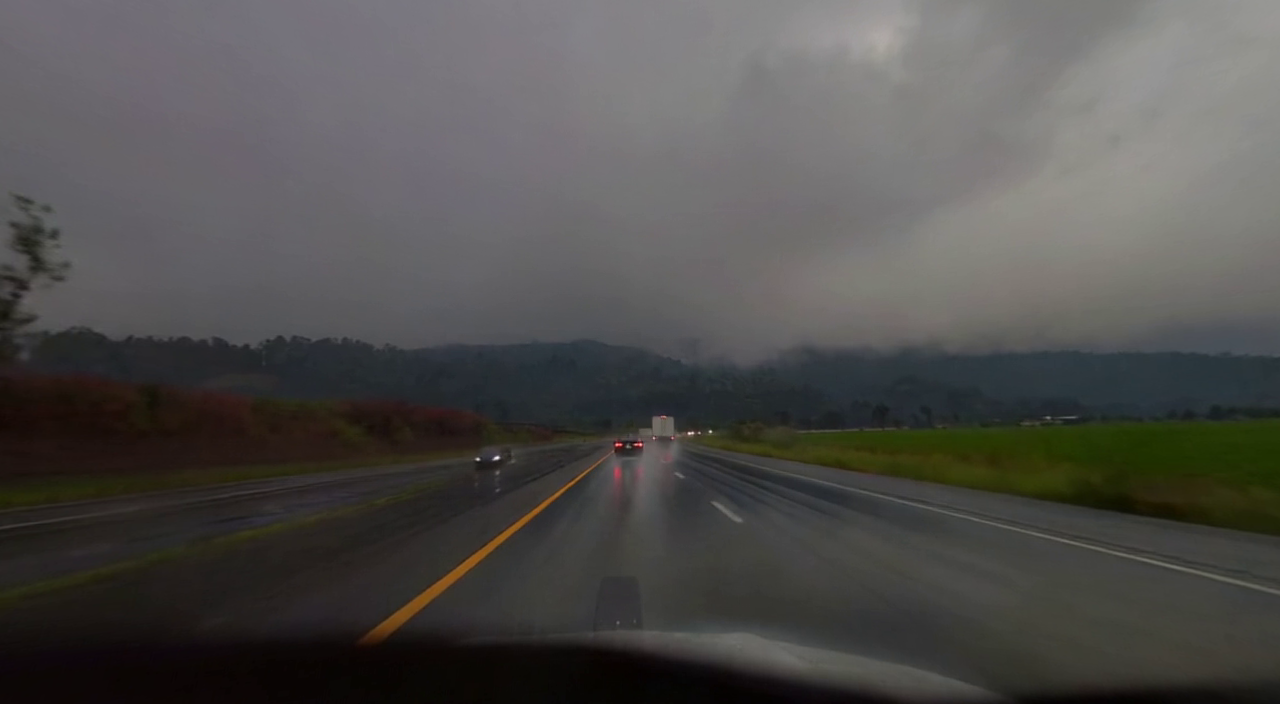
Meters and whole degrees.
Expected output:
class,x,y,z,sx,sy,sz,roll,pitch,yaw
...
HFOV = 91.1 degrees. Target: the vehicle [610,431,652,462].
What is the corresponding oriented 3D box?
class,x,y,z,sx,sy,sz,roll,pitch,yaw
vehicle,-0.506,5.274,35.214,2.216,1.623,4.220,0,-8,-1
